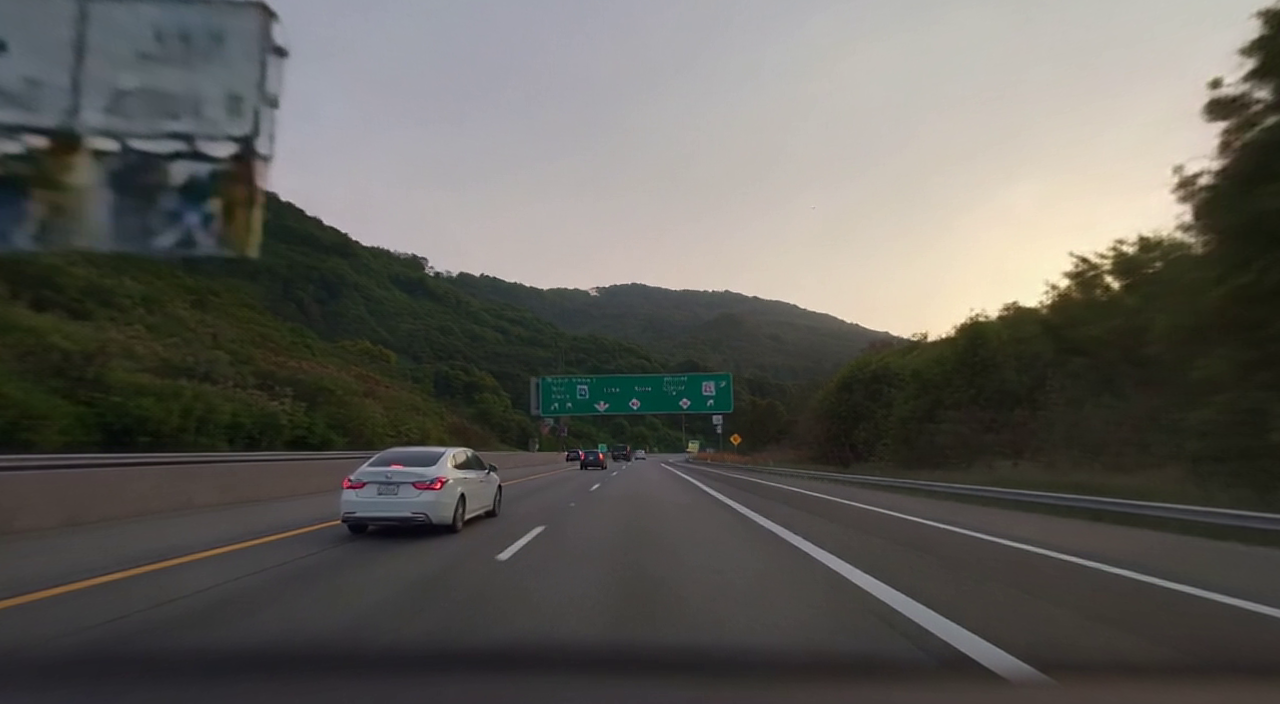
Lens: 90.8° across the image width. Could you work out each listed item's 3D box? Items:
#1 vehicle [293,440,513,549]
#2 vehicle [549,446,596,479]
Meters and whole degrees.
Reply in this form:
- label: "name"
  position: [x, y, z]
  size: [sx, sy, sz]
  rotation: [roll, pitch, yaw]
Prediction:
- label: "vehicle"
  position: [-3.643, 2.280, 10.780]
  size: [1.988, 1.440, 4.504]
  rotation: [0, -9, 0]
- label: "vehicle"
  position: [-3.625, 6.043, 34.732]
  size: [2.073, 1.694, 4.162]
  rotation: [0, -9, 1]
